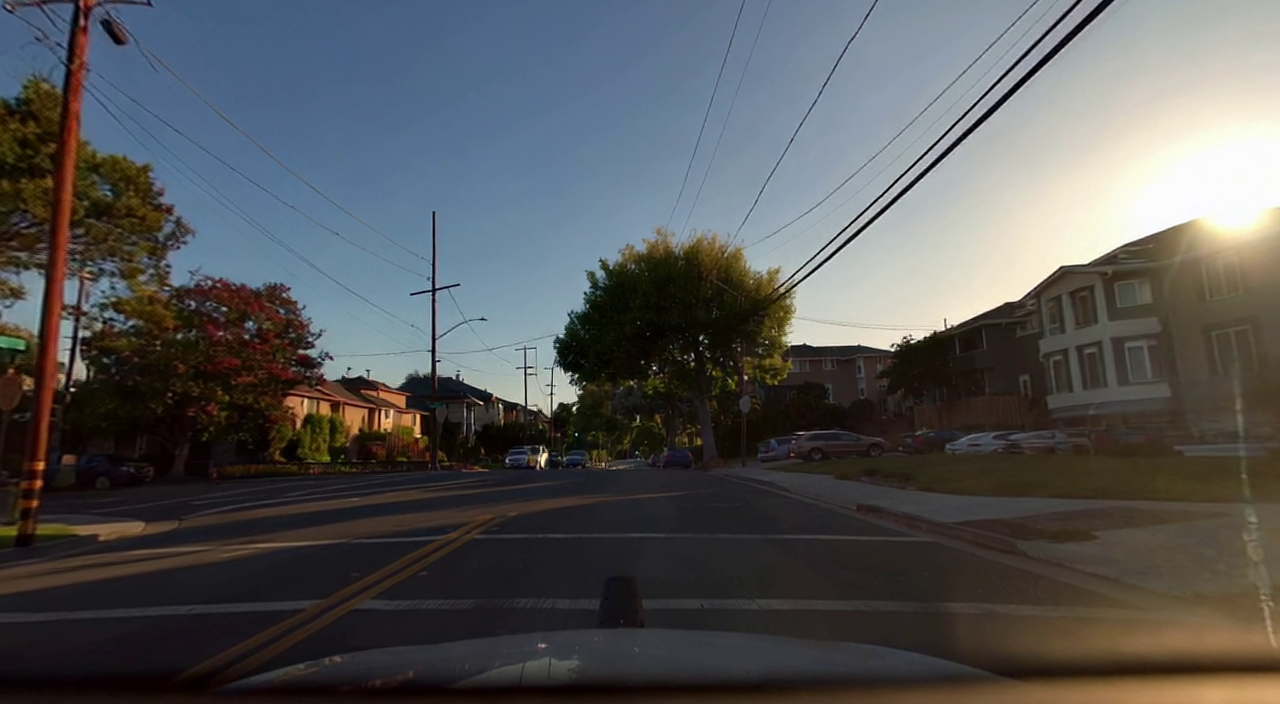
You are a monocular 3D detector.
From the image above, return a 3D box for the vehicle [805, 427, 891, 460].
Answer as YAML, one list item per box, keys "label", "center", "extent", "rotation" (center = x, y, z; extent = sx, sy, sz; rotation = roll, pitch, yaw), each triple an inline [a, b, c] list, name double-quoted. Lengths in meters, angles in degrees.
- label: "vehicle"
  center: [11.217, 4.928, 33.939]
  extent: [4.509, 1.664, 1.981]
  rotation: [6, -10, -34]

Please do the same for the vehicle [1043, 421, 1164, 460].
- label: "vehicle"
  center: [22.099, 4.175, 30.352]
  extent: [4.320, 1.673, 1.957]
  rotation: [-2, -5, 24]

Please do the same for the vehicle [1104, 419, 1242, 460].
- label: "vehicle"
  center: [22.389, 3.717, 26.659]
  extent: [4.002, 1.505, 2.061]
  rotation: [-1, -10, -5]

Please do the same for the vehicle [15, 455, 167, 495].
- label: "vehicle"
  center: [-22.309, 4.991, 25.802]
  extent: [4.424, 1.486, 1.814]
  rotation: [0, -8, -2]

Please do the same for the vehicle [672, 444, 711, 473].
- label: "vehicle"
  center: [3.236, 6.802, 40.526]
  extent: [1.993, 1.755, 4.256]
  rotation: [0, -8, -2]

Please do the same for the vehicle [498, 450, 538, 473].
- label: "vehicle"
  center: [-8.560, 7.682, 44.542]
  extent: [2.066, 1.472, 4.353]
  rotation: [0, -8, -2]

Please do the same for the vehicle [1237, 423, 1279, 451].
- label: "vehicle"
  center: [33.073, 4.418, 32.713]
  extent: [3.433, 1.389, 1.683]
  rotation: [3, -9, -22]
